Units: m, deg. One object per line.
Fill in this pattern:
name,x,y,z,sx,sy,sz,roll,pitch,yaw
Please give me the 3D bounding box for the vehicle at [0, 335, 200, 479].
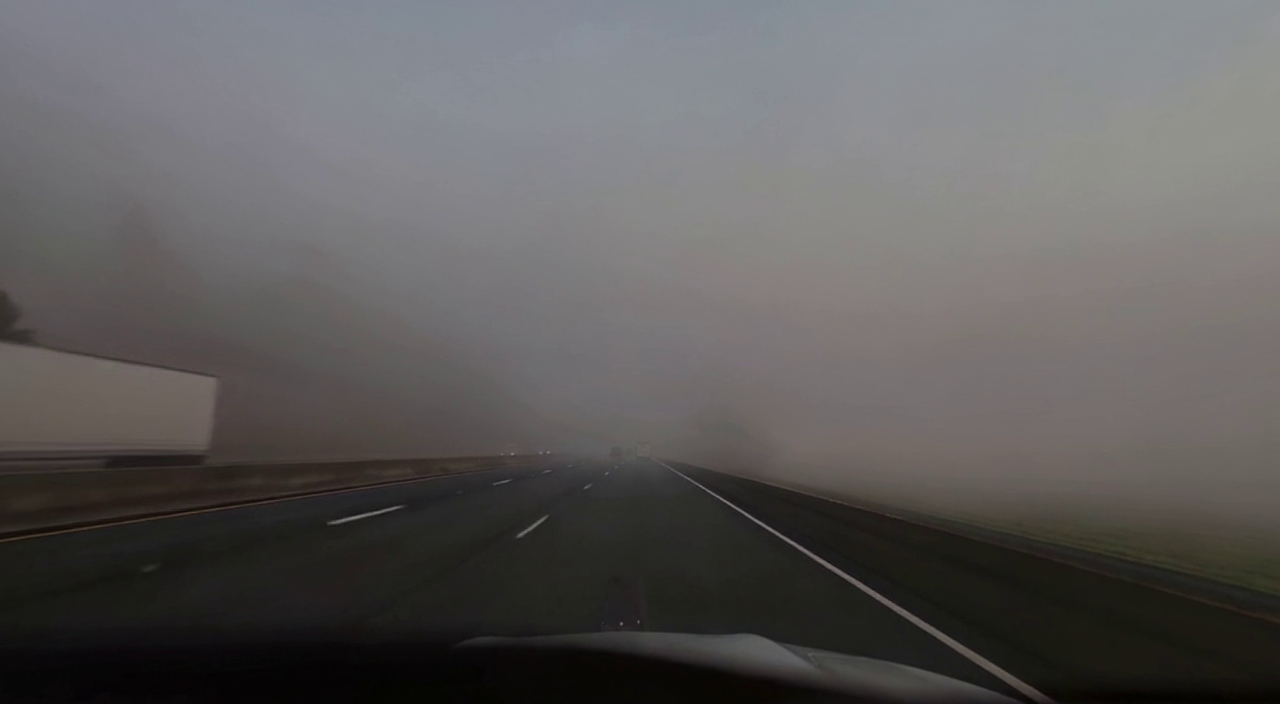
vehicle,-18.893,1.577,17.637,2.948,3.895,14.360,0,-9,0
